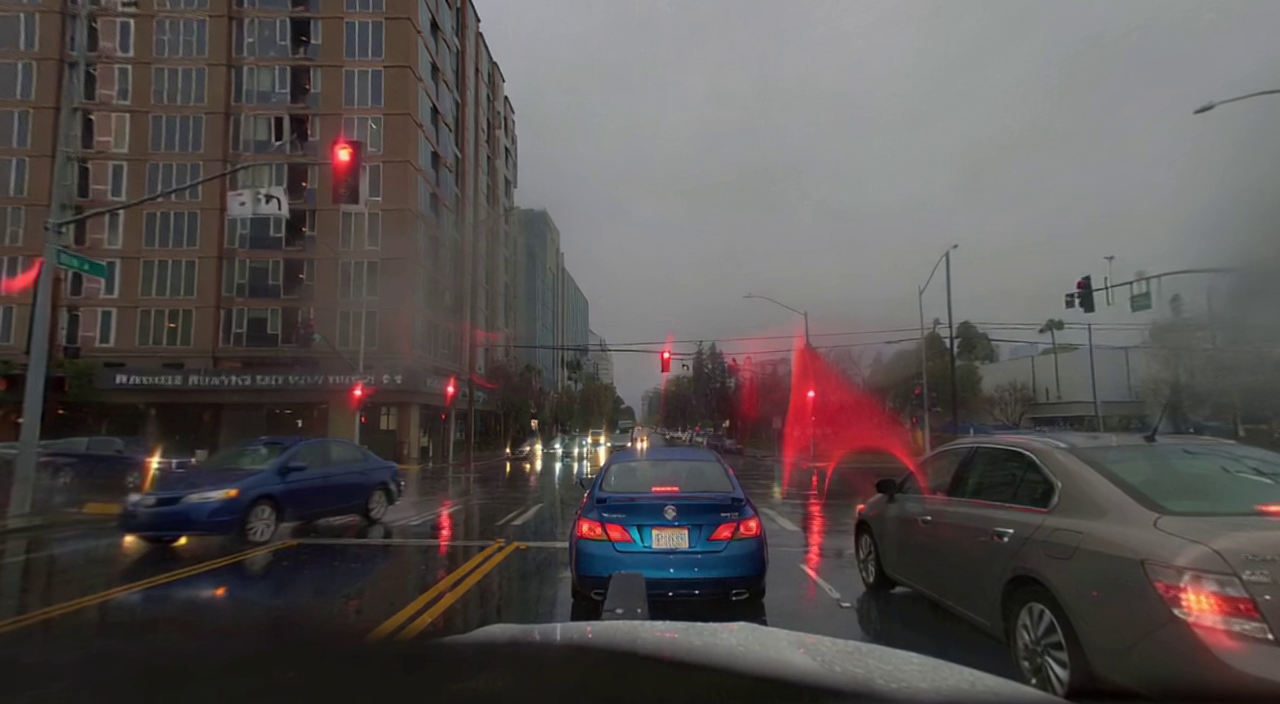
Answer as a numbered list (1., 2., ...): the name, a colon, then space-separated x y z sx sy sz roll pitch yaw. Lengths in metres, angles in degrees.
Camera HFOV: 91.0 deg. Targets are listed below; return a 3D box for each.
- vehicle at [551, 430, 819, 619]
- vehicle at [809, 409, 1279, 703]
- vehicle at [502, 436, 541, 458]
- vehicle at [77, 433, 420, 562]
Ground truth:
1. vehicle: 0.247 1.662 7.085 2.132 1.464 4.089 0 -8 -3
2. vehicle: 2.811 1.287 4.568 1.961 1.498 4.356 0 -8 0
3. vehicle: -9.053 7.285 48.395 2.030 1.596 3.912 -1 -8 3
4. vehicle: -5.828 2.146 10.161 1.953 1.564 4.344 -3 -9 19
